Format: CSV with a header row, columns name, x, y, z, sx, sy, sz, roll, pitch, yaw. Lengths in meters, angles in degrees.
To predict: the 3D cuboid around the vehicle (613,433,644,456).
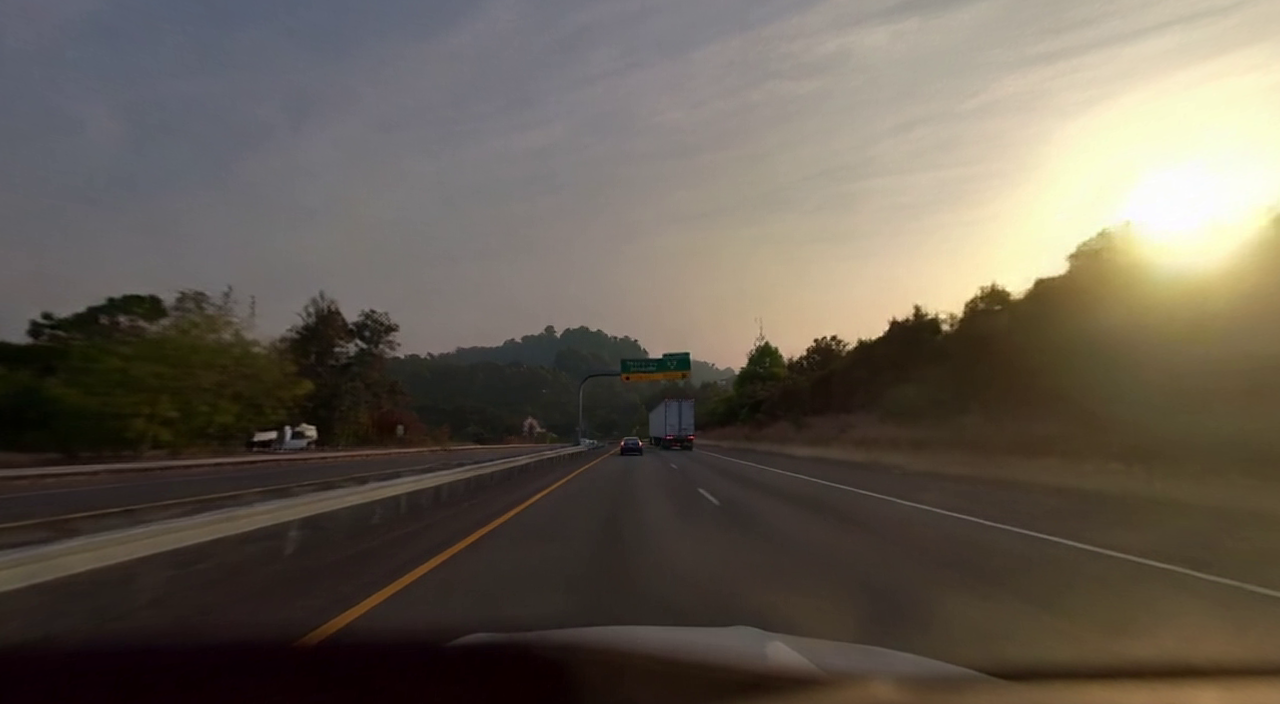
name,x,y,z,sx,sy,sz,roll,pitch,yaw
vehicle,-0.803,6.559,44.870,2.095,1.557,3.963,0,-8,-1
